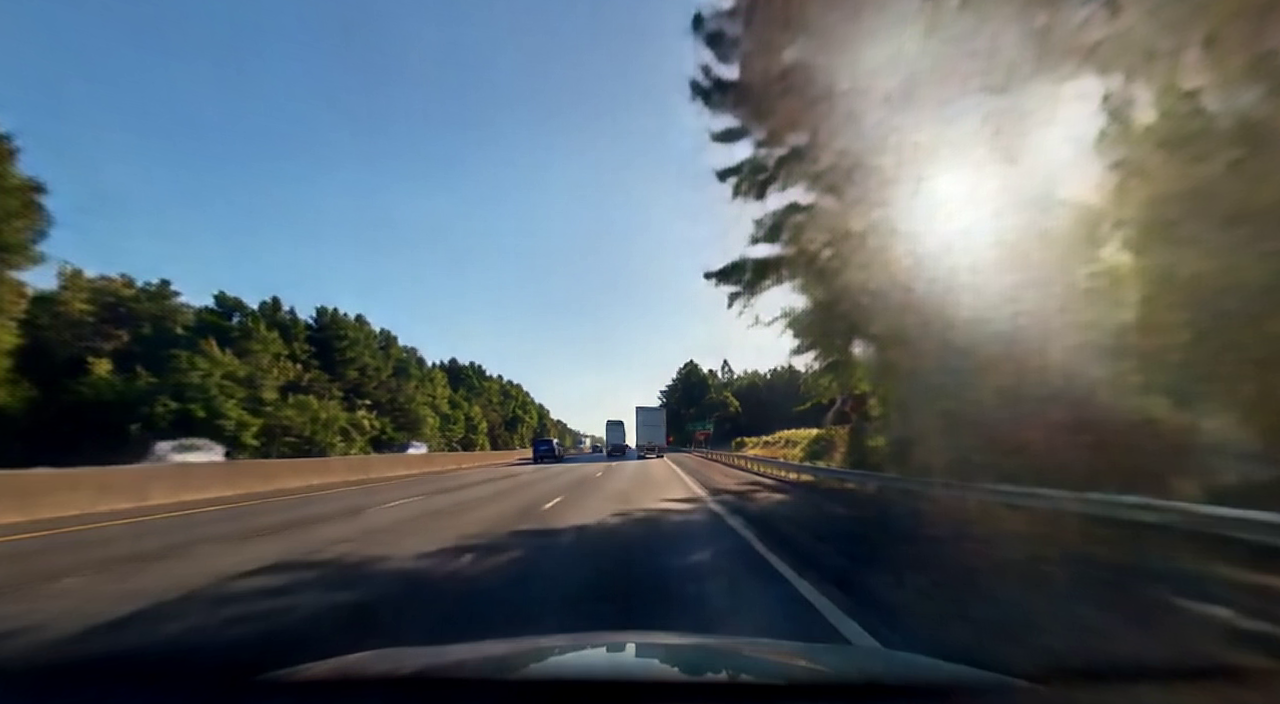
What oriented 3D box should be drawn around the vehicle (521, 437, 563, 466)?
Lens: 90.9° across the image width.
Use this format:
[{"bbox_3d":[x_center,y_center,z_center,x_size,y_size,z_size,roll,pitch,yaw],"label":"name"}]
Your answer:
[{"bbox_3d":[-6.827,6.972,44.437,2.149,1.884,4.627,0,-8,2],"label":"vehicle"}]
